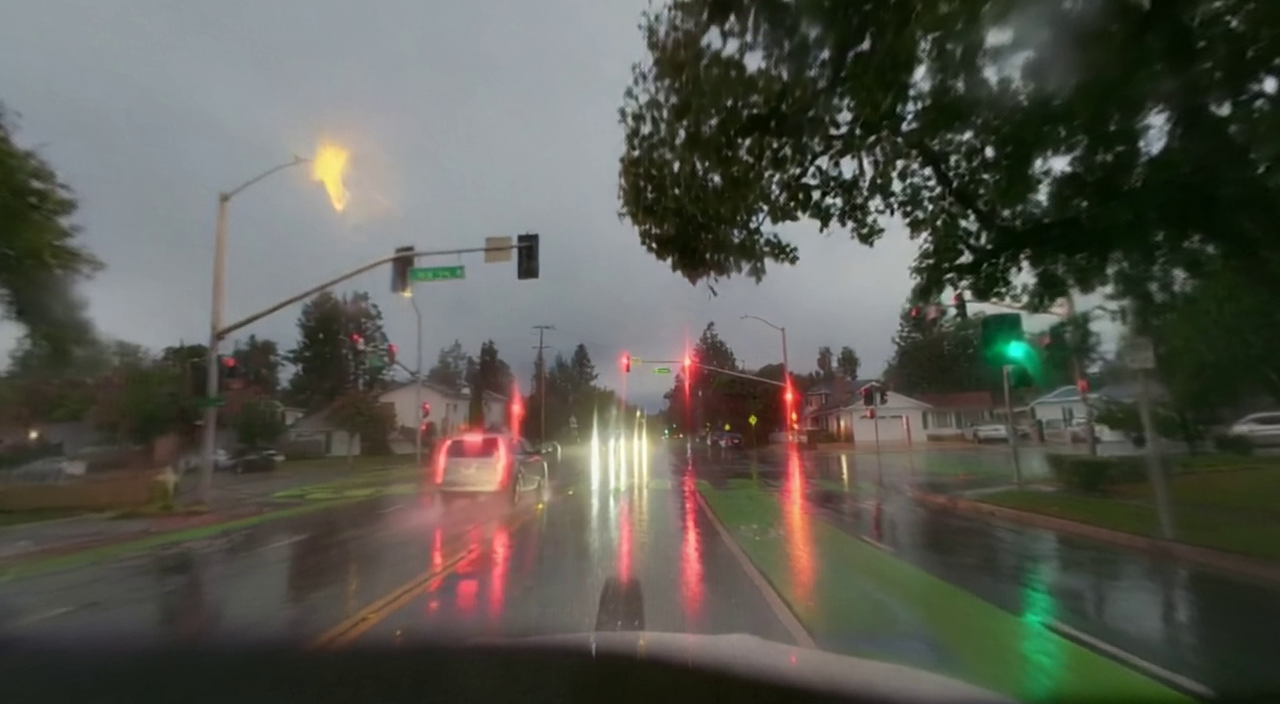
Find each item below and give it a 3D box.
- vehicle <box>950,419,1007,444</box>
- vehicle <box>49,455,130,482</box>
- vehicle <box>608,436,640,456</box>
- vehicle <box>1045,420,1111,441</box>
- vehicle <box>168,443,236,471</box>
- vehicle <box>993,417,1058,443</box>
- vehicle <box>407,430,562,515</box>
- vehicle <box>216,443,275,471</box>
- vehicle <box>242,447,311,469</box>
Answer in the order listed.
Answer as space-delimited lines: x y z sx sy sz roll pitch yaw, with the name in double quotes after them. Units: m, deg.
24.888 5.906 46.406 1.964 1.759 4.583 -1 -8 5 "vehicle"
-37.093 7.853 42.449 3.835 1.665 1.826 -1 -9 4 "vehicle"
-1.189 7.211 48.444 1.982 1.472 4.103 -1 -8 4 "vehicle"
31.856 5.780 45.948 1.837 1.396 4.695 -1 -8 6 "vehicle"
-34.164 8.192 49.251 1.979 2.043 4.543 -1 -8 1 "vehicle"
28.031 5.730 45.909 2.033 1.821 4.542 -1 -8 3 "vehicle"
-3.058 2.484 13.556 1.904 1.489 4.746 -1 -8 3 "vehicle"
-31.124 8.265 49.746 1.892 1.801 4.120 -5 -7 3 "vehicle"
-28.349 8.281 49.313 1.972 1.567 5.009 -1 -8 7 "vehicle"
